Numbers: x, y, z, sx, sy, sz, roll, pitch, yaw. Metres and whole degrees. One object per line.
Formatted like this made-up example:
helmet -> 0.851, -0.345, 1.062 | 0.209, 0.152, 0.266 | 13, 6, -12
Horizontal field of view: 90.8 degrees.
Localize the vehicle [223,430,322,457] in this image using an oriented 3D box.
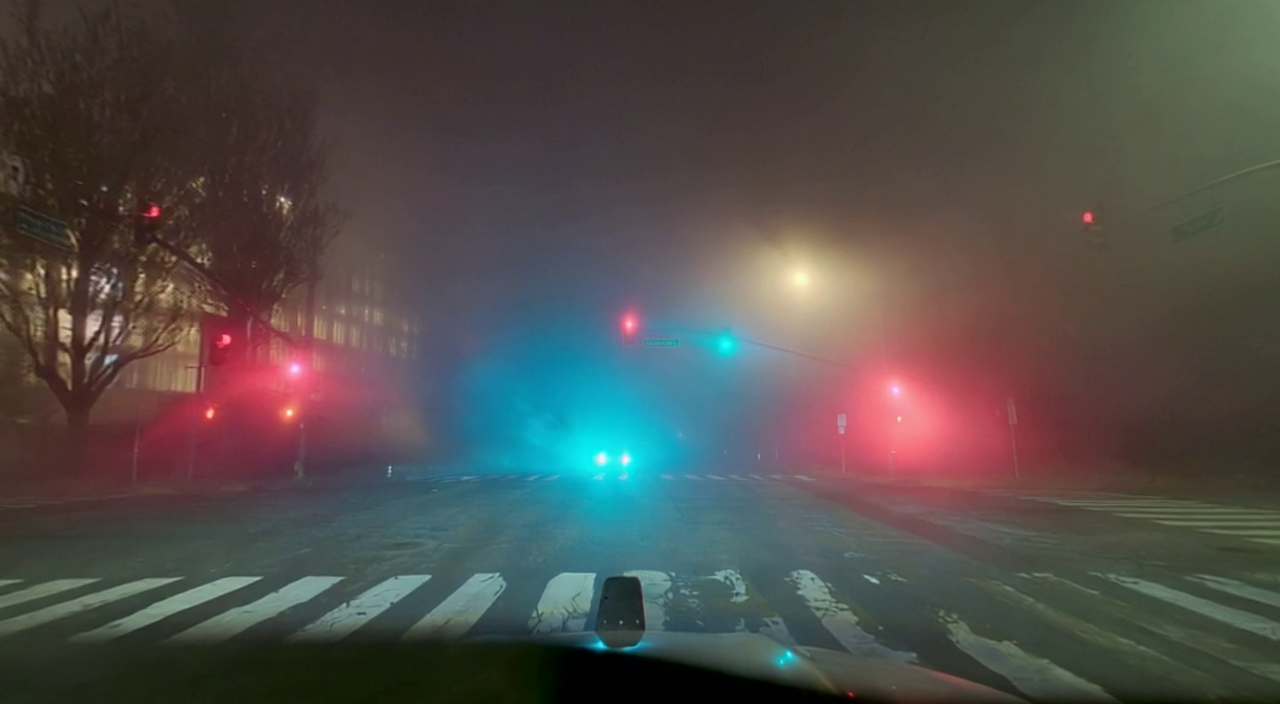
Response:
vehicle -> -22.401, 5.584, 38.651 | 4.765, 1.593, 1.891 | 1, -9, -7
